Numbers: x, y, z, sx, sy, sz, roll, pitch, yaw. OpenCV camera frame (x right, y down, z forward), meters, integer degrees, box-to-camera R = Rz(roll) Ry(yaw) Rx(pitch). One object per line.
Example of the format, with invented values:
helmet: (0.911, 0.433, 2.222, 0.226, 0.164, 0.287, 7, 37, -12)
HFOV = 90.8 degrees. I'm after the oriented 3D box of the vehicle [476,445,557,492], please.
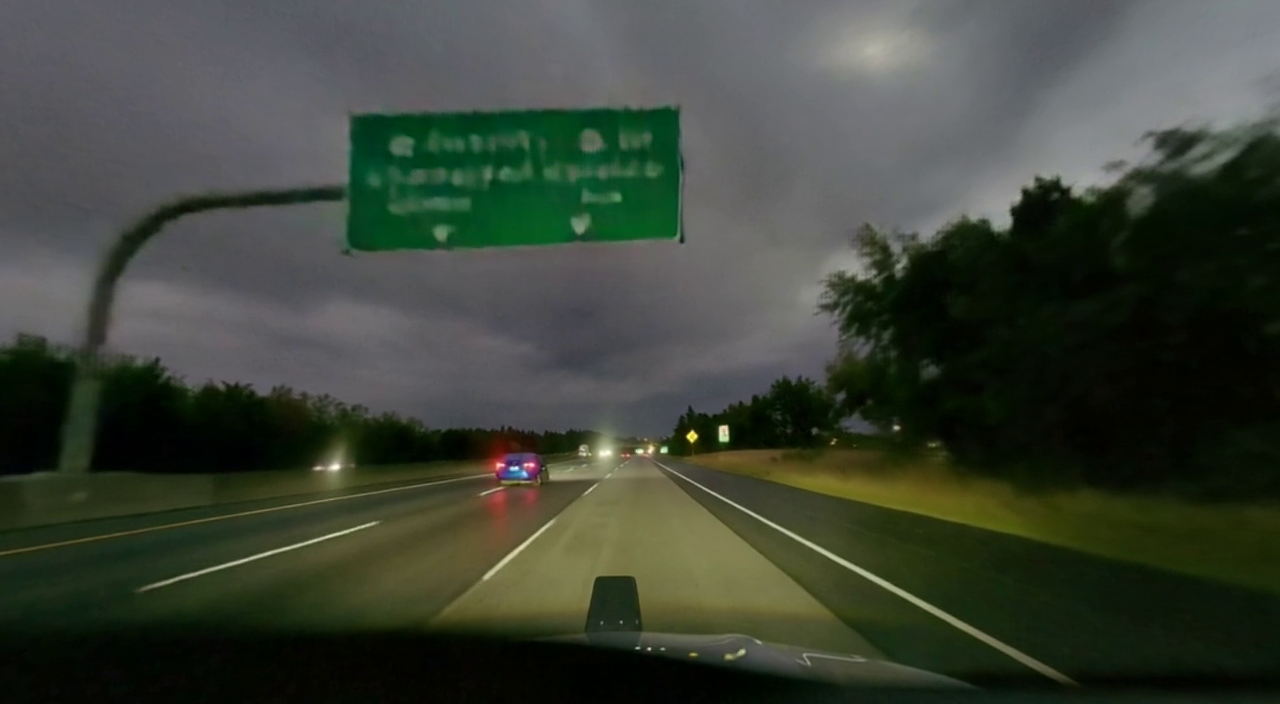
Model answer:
vehicle: (-4.382, 4.190, 23.018, 2.121, 1.537, 3.852, 0, -9, 1)
